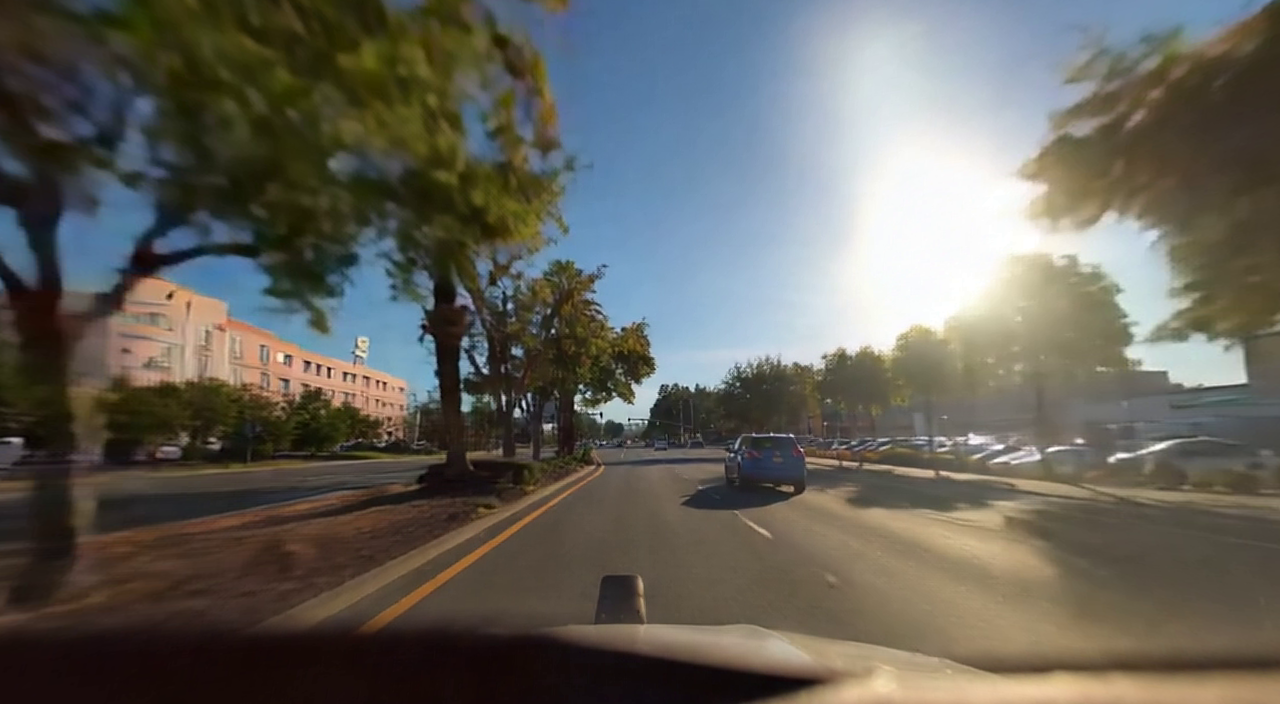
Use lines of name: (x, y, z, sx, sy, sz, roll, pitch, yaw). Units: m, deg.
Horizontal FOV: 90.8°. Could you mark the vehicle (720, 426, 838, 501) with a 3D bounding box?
vehicle: (3.458, 2.855, 16.626, 2.072, 1.696, 4.177, 0, -8, -1)
